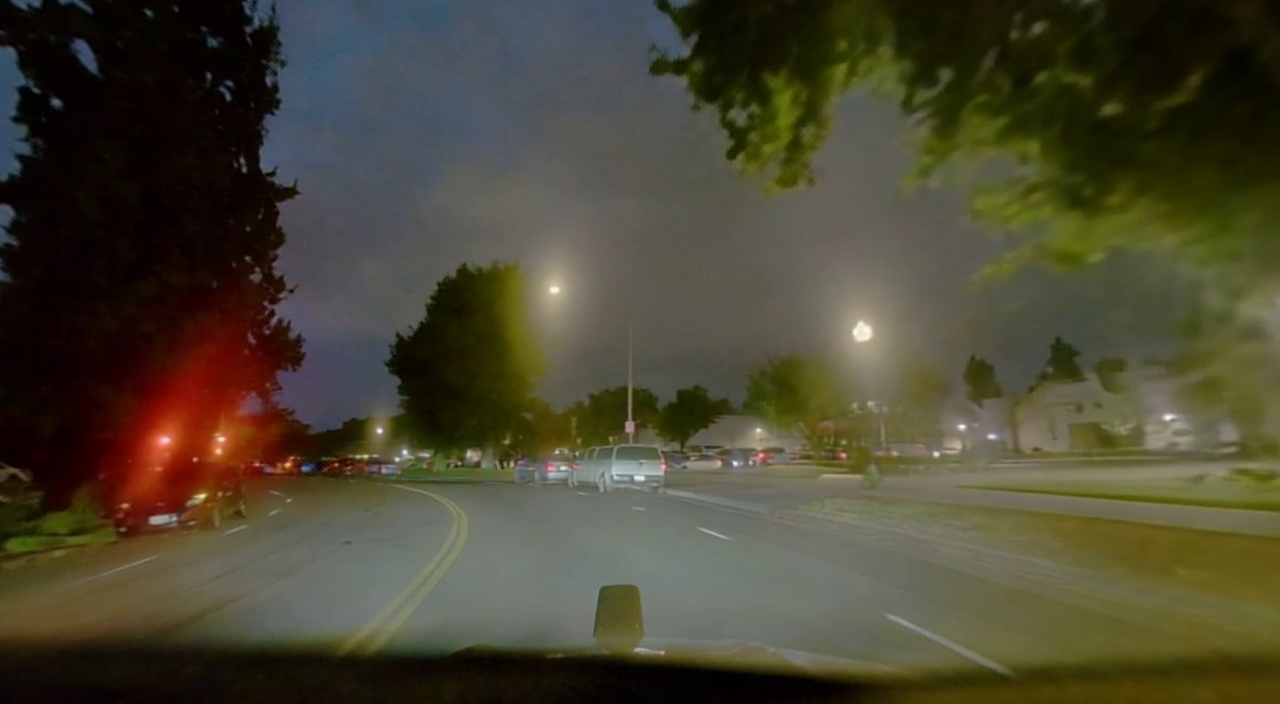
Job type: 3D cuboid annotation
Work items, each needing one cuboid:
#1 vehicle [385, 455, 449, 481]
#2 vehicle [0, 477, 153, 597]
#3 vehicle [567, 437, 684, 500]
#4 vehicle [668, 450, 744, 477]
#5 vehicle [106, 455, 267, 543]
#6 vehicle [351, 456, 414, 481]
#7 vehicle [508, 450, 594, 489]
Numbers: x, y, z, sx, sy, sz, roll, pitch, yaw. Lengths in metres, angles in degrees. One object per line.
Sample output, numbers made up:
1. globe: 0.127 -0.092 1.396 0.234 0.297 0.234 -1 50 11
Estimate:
1. vehicle: -14.004 7.228 39.593 1.884 1.508 4.713 8 -12 -44
2. vehicle: -8.344 2.049 6.041 2.876 1.170 6.732 -3 -8 -8
3. vehicle: -0.639 3.793 21.082 2.289 1.785 4.944 3 -9 -22
4. vehicle: 3.766 6.264 35.773 2.218 1.373 4.156 -8 -11 41
5. vehicle: -10.622 3.366 15.240 2.142 1.483 4.629 -2 -7 -23
6. vehicle: -17.692 7.929 43.299 4.789 1.509 2.016 -8 -12 42
7. vehicle: -4.008 5.101 27.830 2.066 1.509 4.579 5 -10 -31
